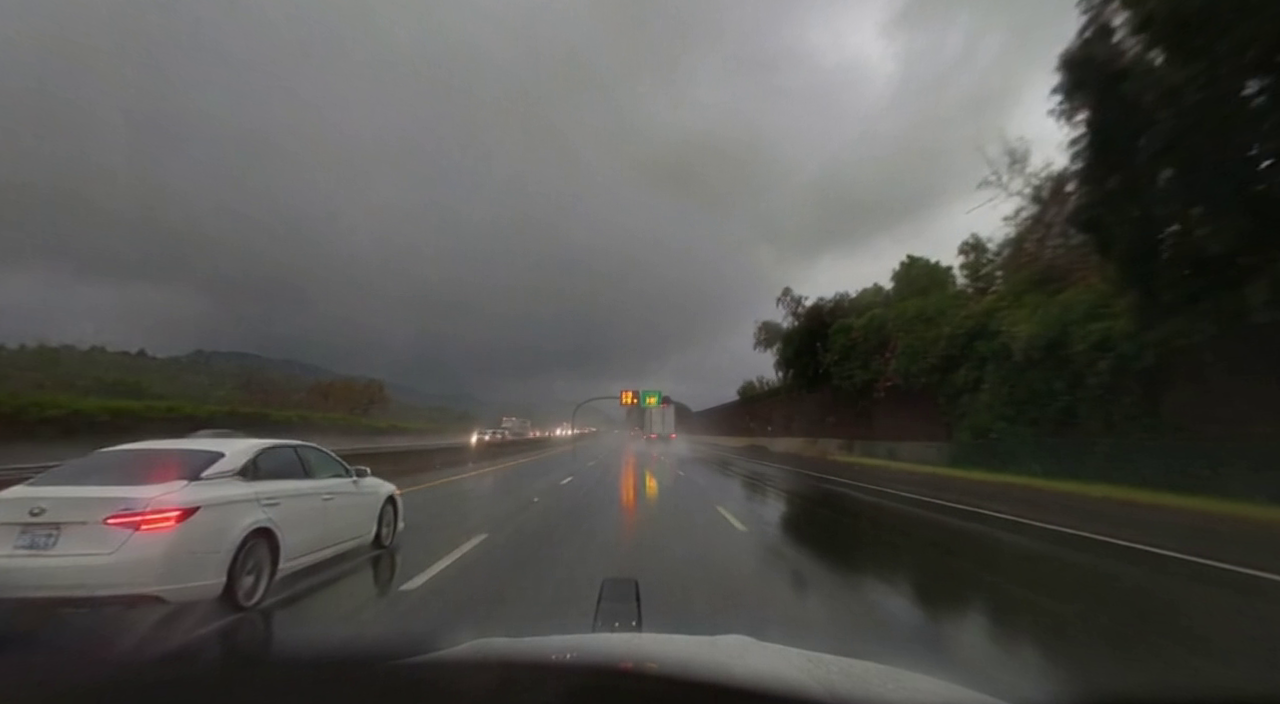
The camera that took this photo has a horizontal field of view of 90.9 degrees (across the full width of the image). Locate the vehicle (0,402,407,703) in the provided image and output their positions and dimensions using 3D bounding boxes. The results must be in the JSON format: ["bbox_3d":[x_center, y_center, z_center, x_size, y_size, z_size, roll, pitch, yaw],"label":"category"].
[{"bbox_3d":[-3.735,1.251,5.227,1.971,1.444,4.401,0,-7,-1],"label":"vehicle"}]

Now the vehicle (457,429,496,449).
[{"bbox_3d":[-12.768,6.848,49.442,1.953,1.473,4.444,0,-7,-1],"label":"vehicle"}]
